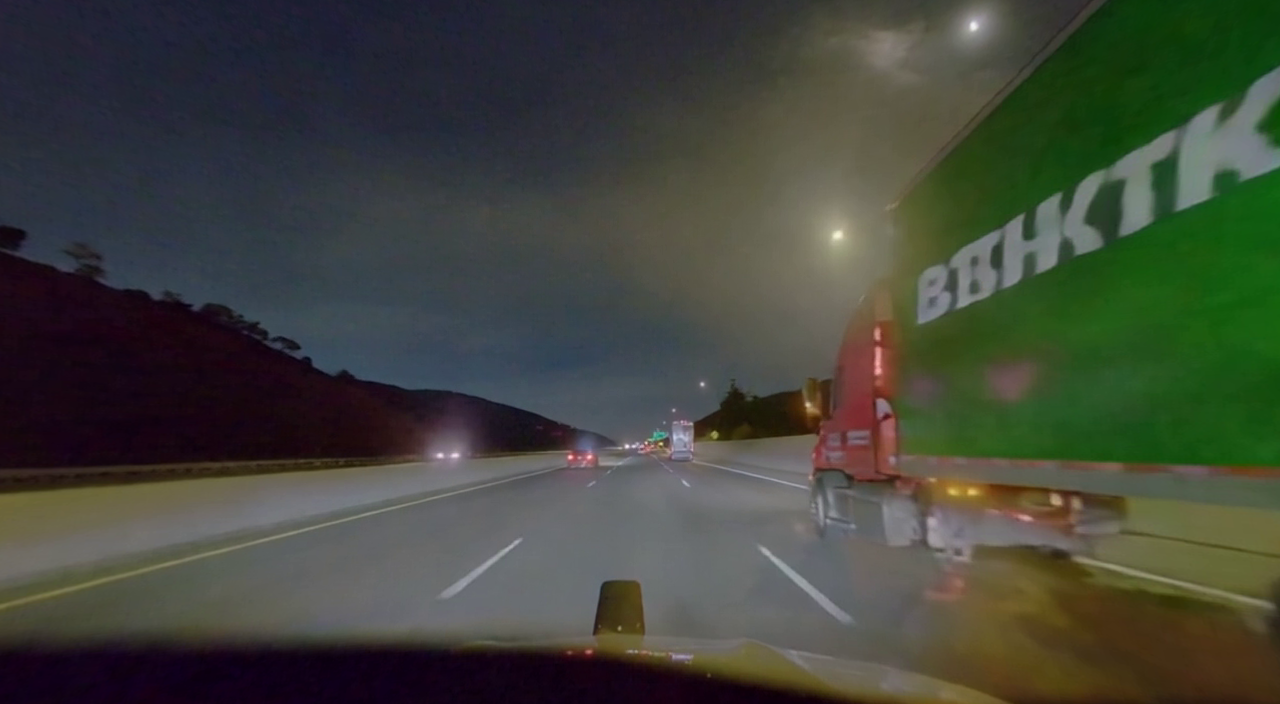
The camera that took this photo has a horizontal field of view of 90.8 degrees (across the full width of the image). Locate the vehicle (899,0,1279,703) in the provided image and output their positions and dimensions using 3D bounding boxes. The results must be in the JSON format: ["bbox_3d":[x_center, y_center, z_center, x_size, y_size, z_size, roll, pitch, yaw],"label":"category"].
[{"bbox_3d":[4.013,-0.302,2.610,2.999,4.023,6.337,0,-9,-1],"label":"vehicle"}]

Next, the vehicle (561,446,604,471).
[{"bbox_3d":[-3.502,6.605,39.310,2.060,1.475,5.314,0,-9,1],"label":"vehicle"}]
